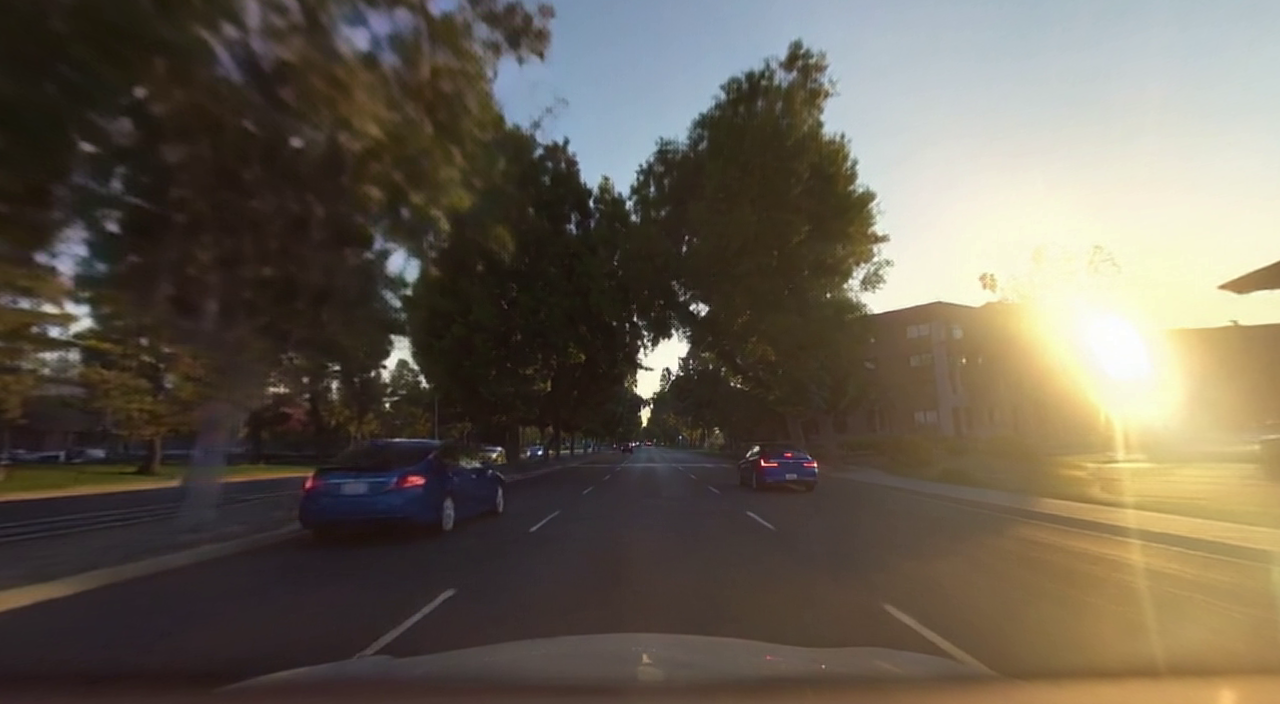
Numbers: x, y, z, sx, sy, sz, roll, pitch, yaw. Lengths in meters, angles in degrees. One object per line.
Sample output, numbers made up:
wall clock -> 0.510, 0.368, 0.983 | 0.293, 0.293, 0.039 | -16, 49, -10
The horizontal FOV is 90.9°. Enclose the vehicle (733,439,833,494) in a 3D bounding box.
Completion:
vehicle -> 4.215, 3.433, 19.323 | 1.977, 1.474, 4.399 | 0, -8, -1

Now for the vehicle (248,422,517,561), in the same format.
vehicle -> -3.256, 1.852, 9.099 | 2.001, 1.504, 4.212 | 0, -8, 2
